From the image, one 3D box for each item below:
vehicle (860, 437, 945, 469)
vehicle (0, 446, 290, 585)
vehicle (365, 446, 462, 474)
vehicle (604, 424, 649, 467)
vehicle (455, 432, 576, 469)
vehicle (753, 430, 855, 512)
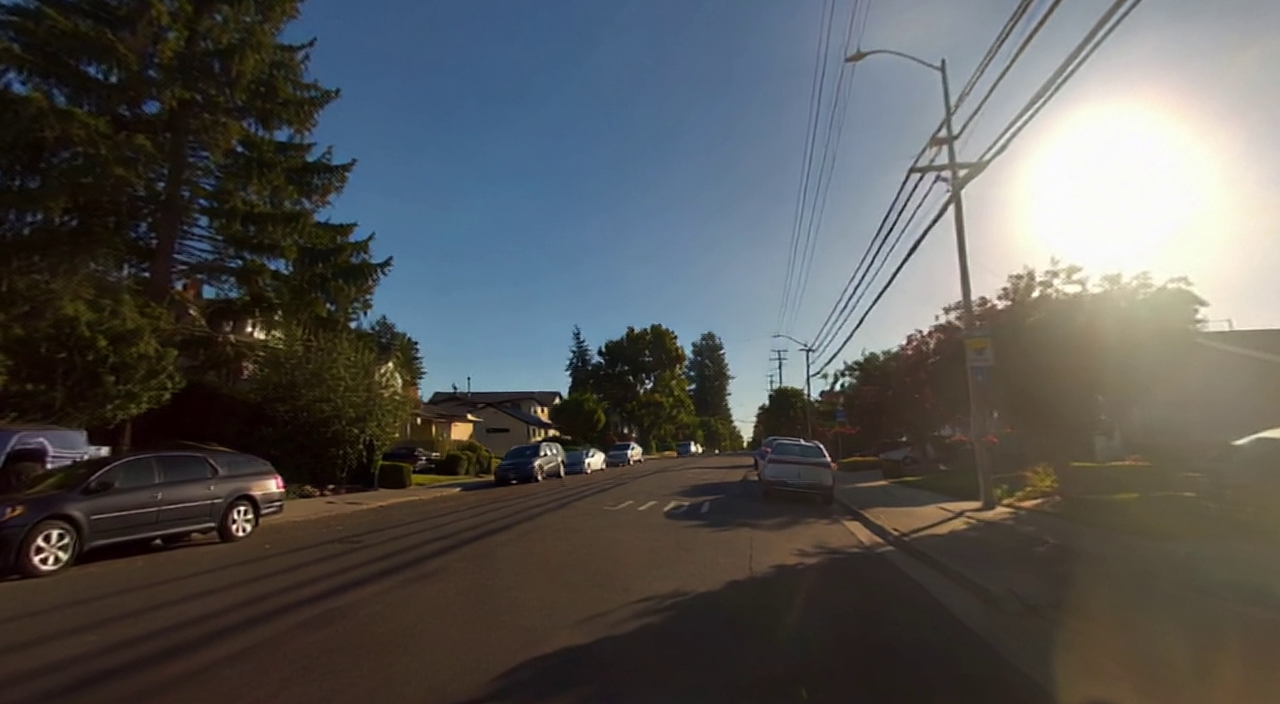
[{"bbox_3d":[14.758,5.701,35.736,4.075,1.674,1.811,-1,-8,11],"label":"vehicle"},{"bbox_3d":[-7.478,2.061,8.847,1.968,1.449,4.502,-1,-8,11],"label":"vehicle"},{"bbox_3d":[-11.990,5.713,33.549,4.481,1.420,1.712,-1,-8,7],"label":"vehicle"},{"bbox_3d":[-0.887,6.880,46.429,2.199,2.902,5.848,-1,-8,10],"label":"vehicle"},{"bbox_3d":[-7.214,5.744,36.872,6.488,2.009,2.354,-1,-8,11],"label":"vehicle"},{"bbox_3d":[3.528,2.559,13.993,1.908,1.572,3.105,-1,-8,12],"label":"vehicle"}]
